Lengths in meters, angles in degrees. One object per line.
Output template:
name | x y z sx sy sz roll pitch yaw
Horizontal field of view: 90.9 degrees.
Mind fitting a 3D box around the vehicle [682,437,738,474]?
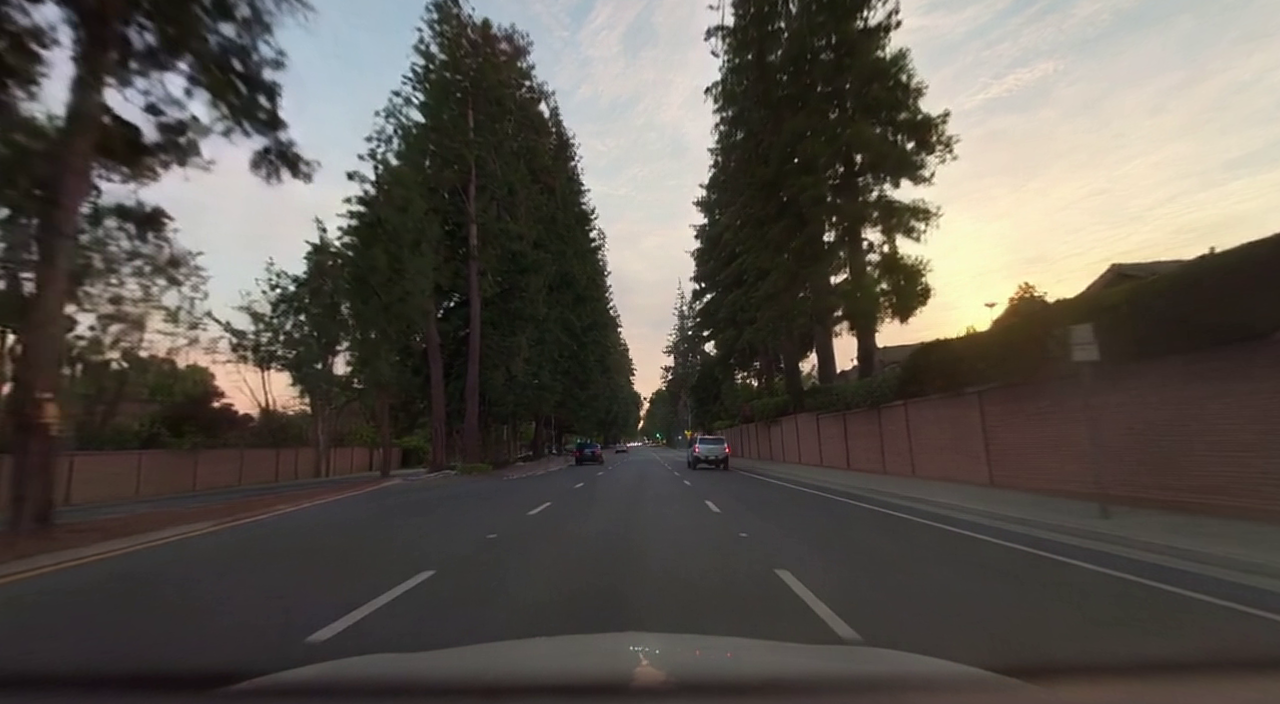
vehicle | 3.415 5.168 31.825 2.321 1.695 5.037 0 -8 1
